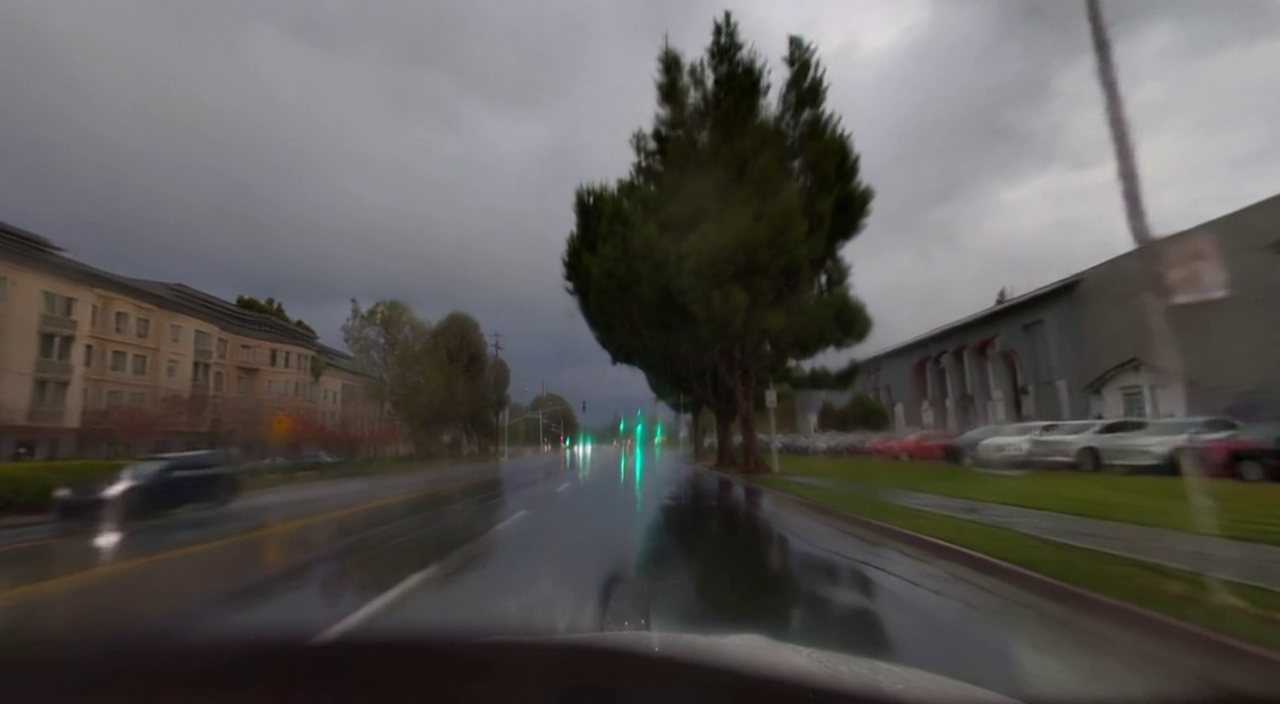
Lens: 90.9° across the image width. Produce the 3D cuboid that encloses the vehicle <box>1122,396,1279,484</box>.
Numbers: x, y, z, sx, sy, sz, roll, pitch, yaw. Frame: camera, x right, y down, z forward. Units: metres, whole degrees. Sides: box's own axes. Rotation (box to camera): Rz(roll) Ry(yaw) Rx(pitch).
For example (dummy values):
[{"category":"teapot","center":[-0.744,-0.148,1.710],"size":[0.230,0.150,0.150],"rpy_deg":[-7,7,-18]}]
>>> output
[{"category":"vehicle","center":[13.748,1.945,13.954],"size":[4.482,1.779,2.004],"rpy_deg":[0,-8,-3]}]

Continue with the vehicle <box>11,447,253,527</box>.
[{"category":"vehicle","center":[-11.949,3.147,15.398],"size":[2.096,1.509,4.666],"rpy_deg":[-2,-8,-1]}]
